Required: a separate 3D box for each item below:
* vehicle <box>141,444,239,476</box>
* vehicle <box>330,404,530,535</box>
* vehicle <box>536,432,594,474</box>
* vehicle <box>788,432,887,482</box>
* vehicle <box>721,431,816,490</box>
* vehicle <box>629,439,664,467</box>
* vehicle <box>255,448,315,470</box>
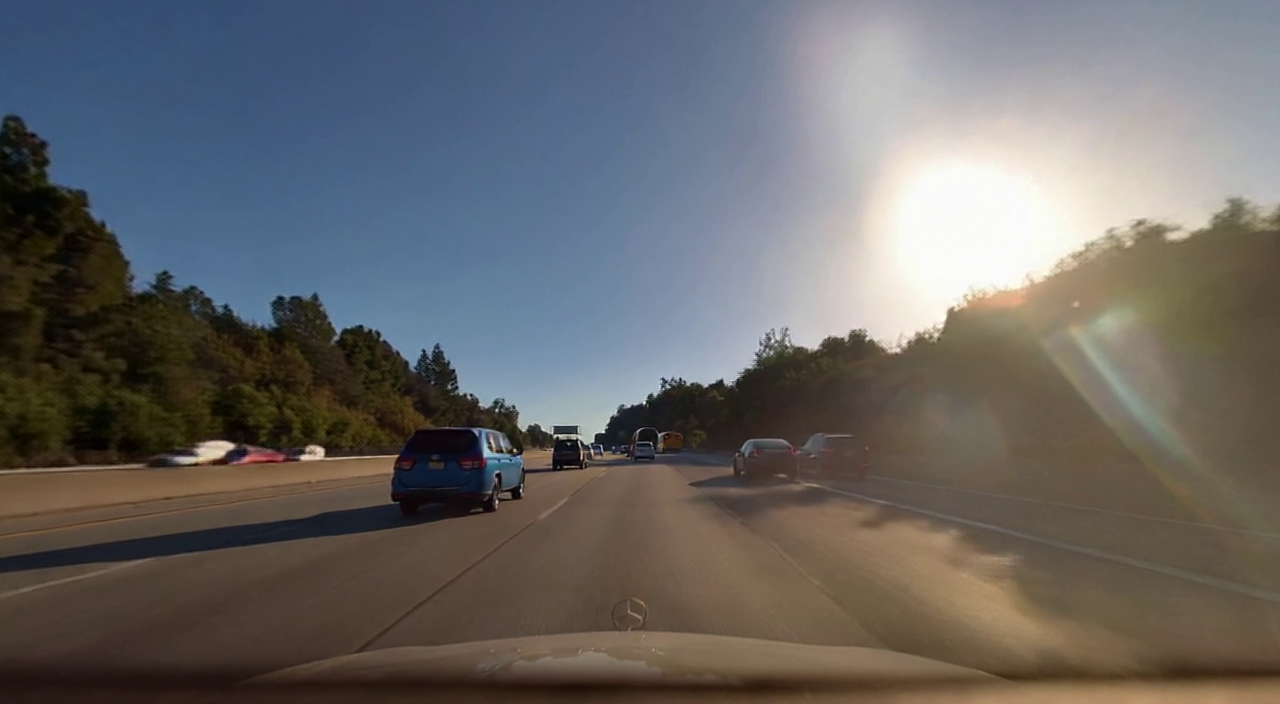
[{"bbox_3d":[-23.723,5.696,33.493,1.855,1.571,4.450,0,-9,0],"label":"vehicle"},{"bbox_3d":[-3.462,2.049,11.511,2.016,1.898,4.458,0,-9,1],"label":"vehicle"},{"bbox_3d":[-3.502,4.827,30.389,2.155,1.843,4.567,0,-8,1],"label":"vehicle"},{"bbox_3d":[7.855,4.246,25.783,2.191,1.807,5.692,0,-9,0],"label":"vehicle"},{"bbox_3d":[3.982,3.467,20.429,2.050,1.661,4.636,0,-9,-1],"label":"vehicle"},{"bbox_3d":[0.370,6.230,38.915,2.042,1.632,3.654,0,-9,0],"label":"vehicle"},{"bbox_3d":[-26.710,8.024,47.611,1.860,1.513,4.489,0,-9,1],"label":"vehicle"}]
